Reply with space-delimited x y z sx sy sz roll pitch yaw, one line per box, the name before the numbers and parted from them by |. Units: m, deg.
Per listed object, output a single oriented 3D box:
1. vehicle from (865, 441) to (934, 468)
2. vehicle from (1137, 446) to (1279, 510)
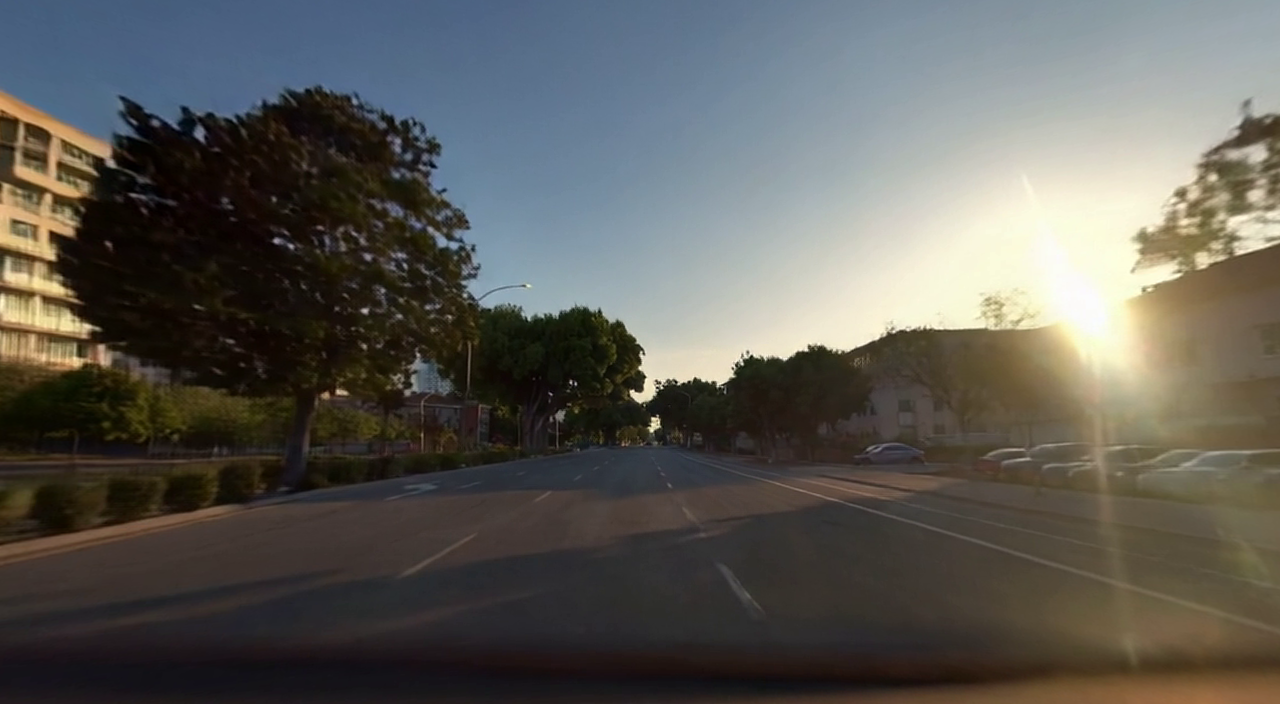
vehicle | 15.266 6.041 37.330 1.931 1.475 4.671 0 -9 -3
vehicle | 14.997 3.026 15.443 3.938 1.427 1.989 0 -9 -3
